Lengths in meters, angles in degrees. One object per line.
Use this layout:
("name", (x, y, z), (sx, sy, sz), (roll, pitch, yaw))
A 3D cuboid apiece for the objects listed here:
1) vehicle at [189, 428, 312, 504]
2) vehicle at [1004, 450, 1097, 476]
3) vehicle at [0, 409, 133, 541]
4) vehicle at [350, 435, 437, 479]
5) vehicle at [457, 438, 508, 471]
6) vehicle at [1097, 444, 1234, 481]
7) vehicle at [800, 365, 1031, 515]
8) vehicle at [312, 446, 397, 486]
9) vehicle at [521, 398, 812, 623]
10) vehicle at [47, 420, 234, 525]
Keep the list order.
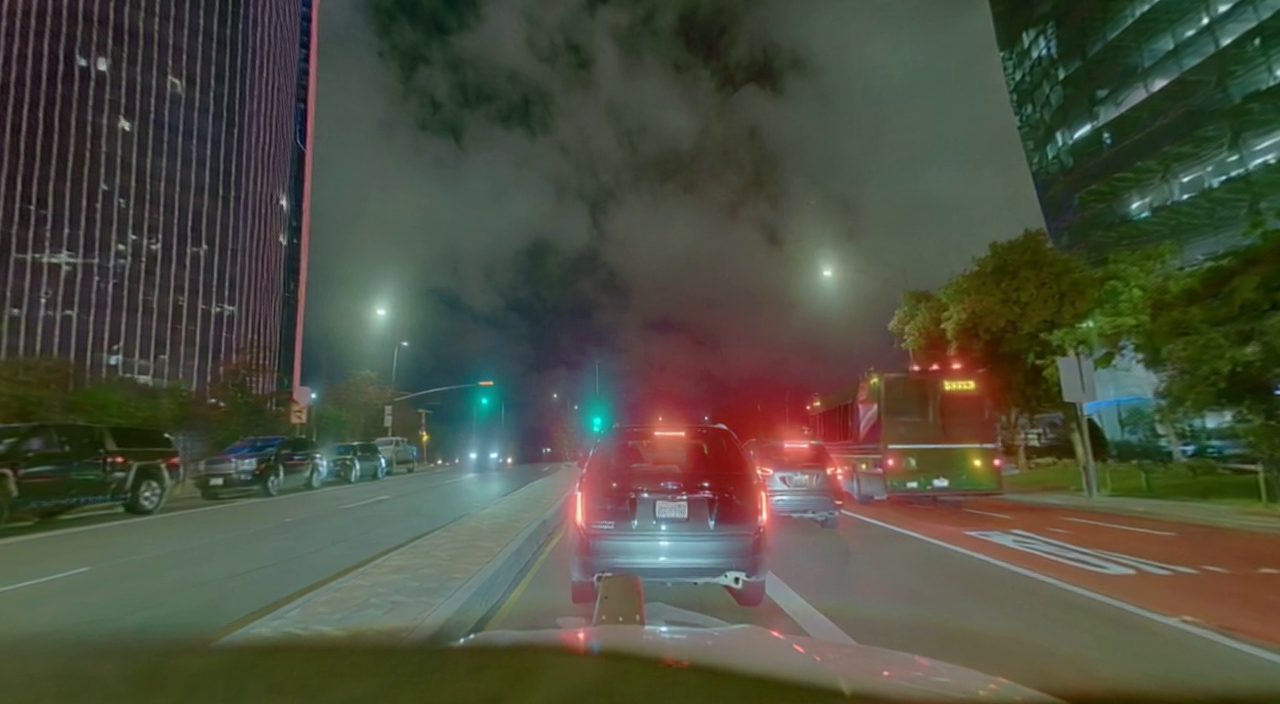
("vehicle", (-11.175, 3.267, 18.418), (1.559, 1.973, 3.419), (1, -9, -5))
("vehicle", (28.087, 7.550, 43.331), (5.153, 1.626, 1.895), (-6, -10, 34))
("vehicle", (-10.457, 1.983, 10.367), (1.543, 1.946, 3.454), (1, -9, -6))
("vehicle", (-12.020, 5.147, 31.315), (2.338, 1.963, 5.740), (0, -9, -4))
("vehicle", (-9.126, 5.981, 37.017), (2.198, 1.779, 4.926), (1, -9, -7))
("vehicle", (30.884, 6.505, 37.462), (5.890, 1.996, 2.155), (-6, -10, 34))
("vehicle", (6.727, 2.395, 17.139), (3.113, 3.116, 7.650), (0, -8, 3))
("vehicle", (-11.517, 4.587, 25.800), (1.791, 1.463, 4.210), (0, -9, -4))
("vehicle", (0.235, 1.509, 6.939), (2.192, 1.695, 4.142), (0, -8, 1))
("vehicle", (-10.805, 2.583, 13.999), (1.482, 2.019, 3.297), (0, -9, -4))
